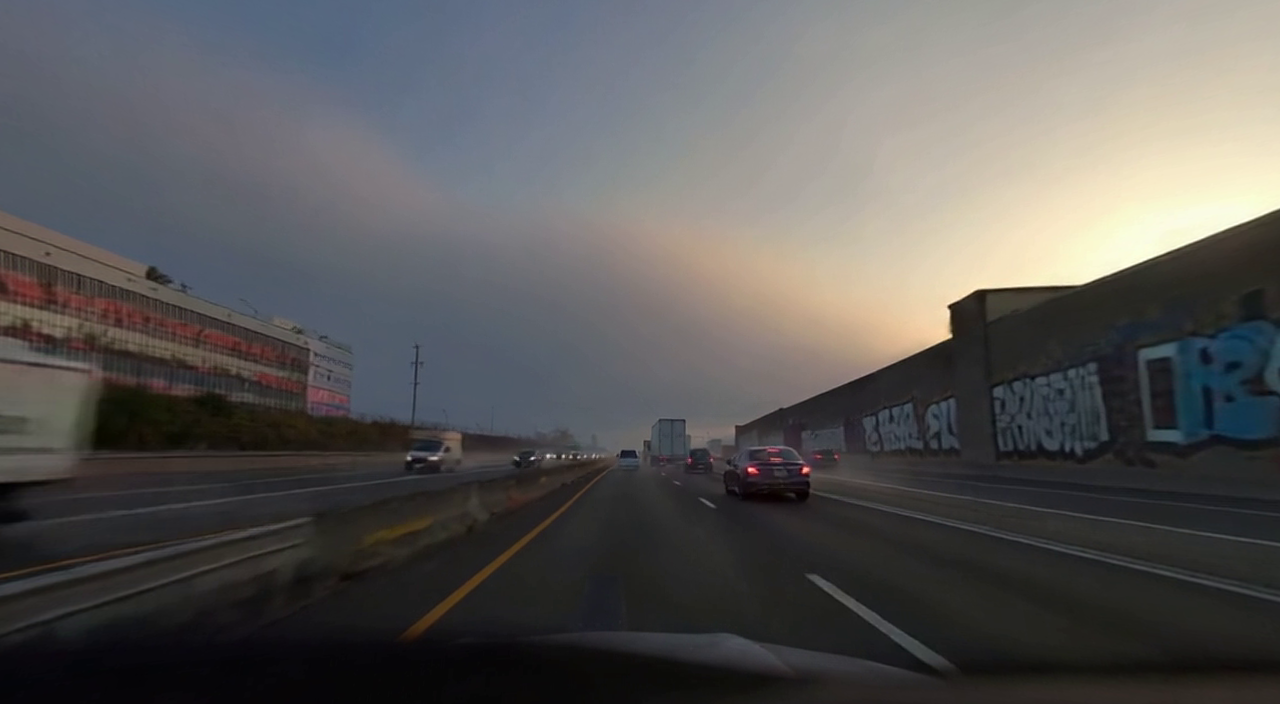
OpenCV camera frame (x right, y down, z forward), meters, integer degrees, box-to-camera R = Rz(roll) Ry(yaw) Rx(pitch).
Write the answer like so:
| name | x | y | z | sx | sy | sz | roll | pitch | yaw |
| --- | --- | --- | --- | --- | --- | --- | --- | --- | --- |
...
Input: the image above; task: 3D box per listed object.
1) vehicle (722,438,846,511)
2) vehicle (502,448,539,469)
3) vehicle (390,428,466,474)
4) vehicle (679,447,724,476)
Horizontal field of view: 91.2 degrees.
| name | x | y | z | sx | sy | sz | roll | pitch | yaw |
| --- | --- | --- | --- | --- | --- | --- | --- | --- | --- |
| vehicle | 3.557 | 3.114 | 16.464 | 2.045 | 1.605 | 4.674 | 0 | -9 | -1 |
| vehicle | -9.278 | 8.296 | 49.089 | 1.965 | 1.527 | 4.704 | 0 | -9 | 0 |
| vehicle | -12.493 | 5.925 | 37.540 | 2.373 | 2.502 | 6.255 | 0 | -9 | 0 |
| vehicle | 3.608 | 6.506 | 37.410 | 2.085 | 1.588 | 4.436 | 0 | -9 | -2 |
